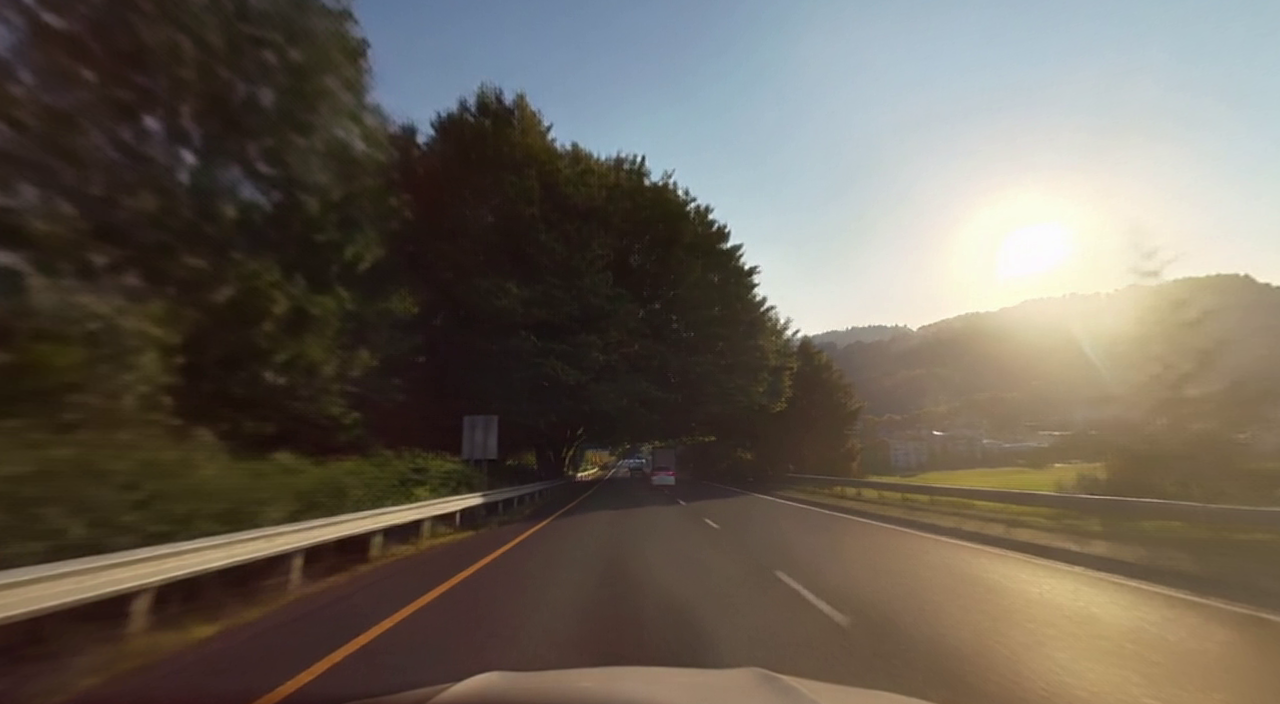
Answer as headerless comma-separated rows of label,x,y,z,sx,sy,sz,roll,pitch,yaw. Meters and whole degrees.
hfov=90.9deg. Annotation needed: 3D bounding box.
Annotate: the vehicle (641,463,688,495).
vehicle,1.165,6.233,31.047,1.976,1.467,3.783,1,-11,-3
